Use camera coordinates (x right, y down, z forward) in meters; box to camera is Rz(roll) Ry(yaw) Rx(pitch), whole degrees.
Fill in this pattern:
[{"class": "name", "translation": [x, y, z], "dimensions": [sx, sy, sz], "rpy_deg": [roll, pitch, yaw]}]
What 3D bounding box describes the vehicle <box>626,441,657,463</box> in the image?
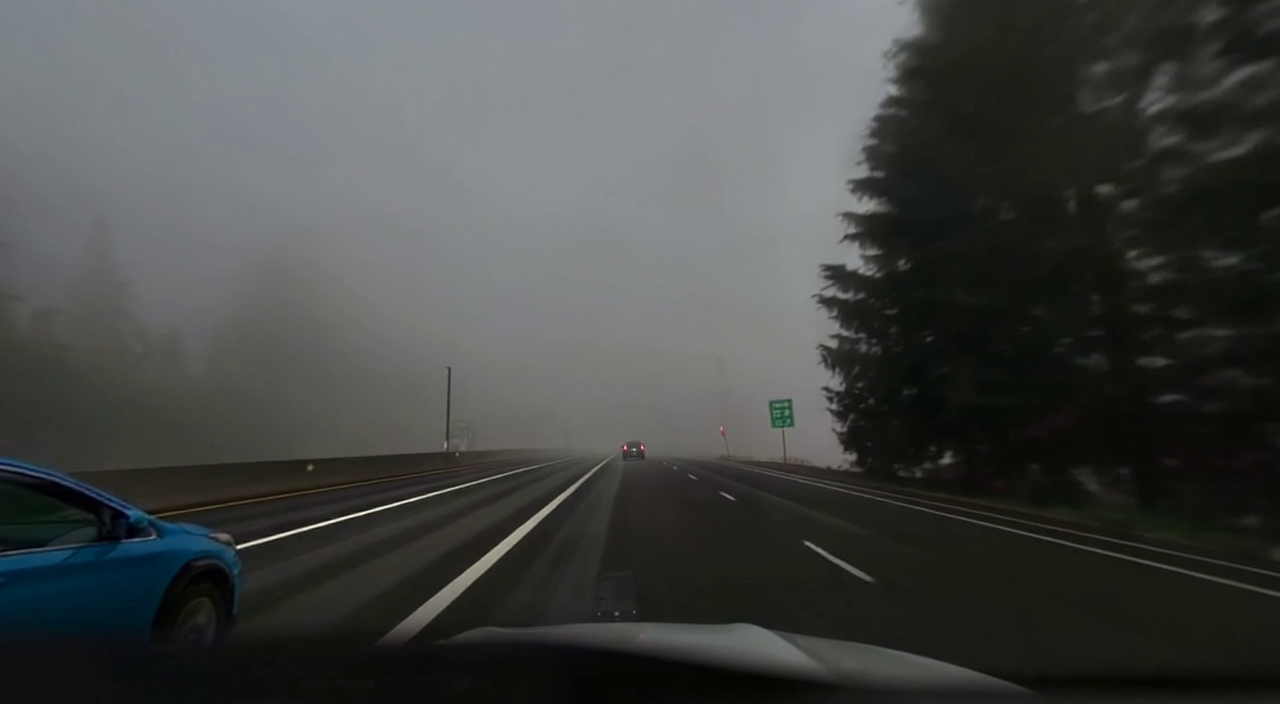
[{"class": "vehicle", "translation": [0.075, 6.904, 43.777], "dimensions": [2.028, 1.440, 3.690], "rpy_deg": [0, -8, -1]}]
